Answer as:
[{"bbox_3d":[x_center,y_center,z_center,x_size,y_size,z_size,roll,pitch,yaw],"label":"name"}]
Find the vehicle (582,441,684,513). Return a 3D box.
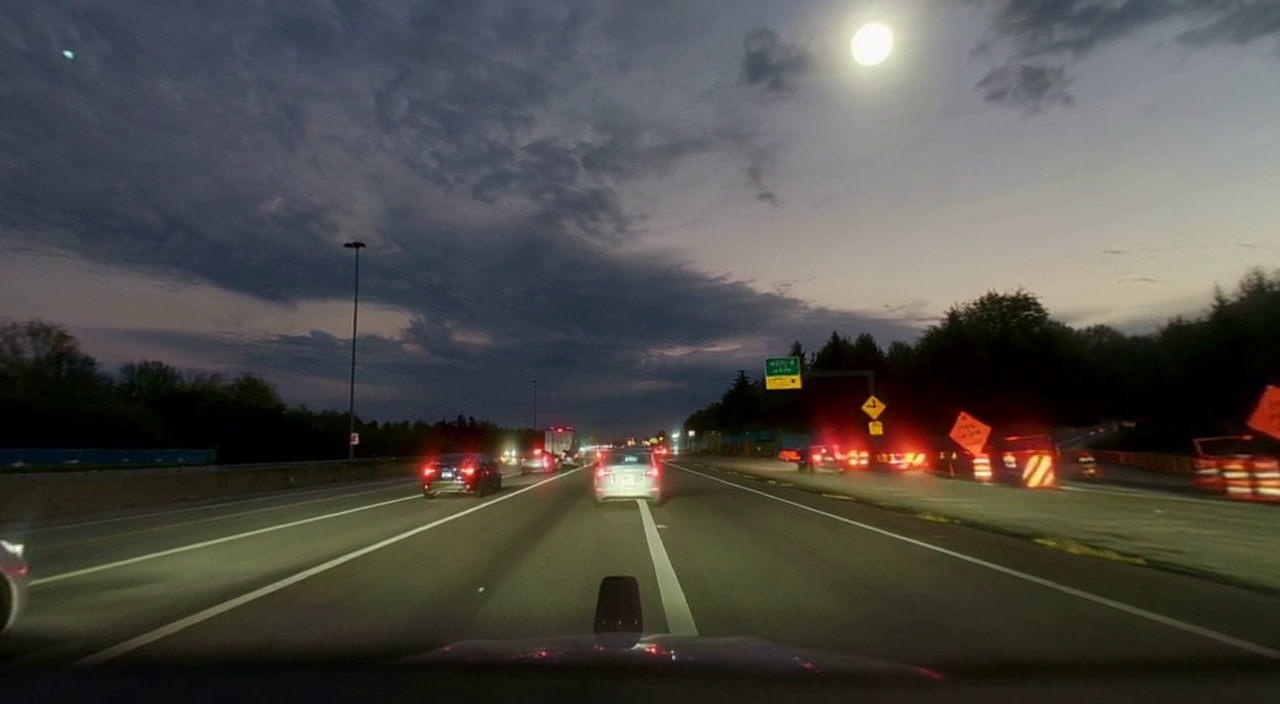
[{"bbox_3d":[-0.194,2.828,14.665,2.080,1.451,3.512,0,-9,-2],"label":"vehicle"}]

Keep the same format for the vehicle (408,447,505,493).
[{"bbox_3d":[-6.161,3.987,21.639,2.063,1.417,4.000,0,-9,1],"label":"vehicle"}]

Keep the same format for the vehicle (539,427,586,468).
[{"bbox_3d":[-5.285,6.702,44.102,2.326,2.645,6.249,-1,-9,2],"label":"vehicle"}]

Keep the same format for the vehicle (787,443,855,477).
[{"bbox_3d":[8.317,4.979,29.186,1.871,1.460,3.754,0,-9,-3],"label":"vehicle"}]
